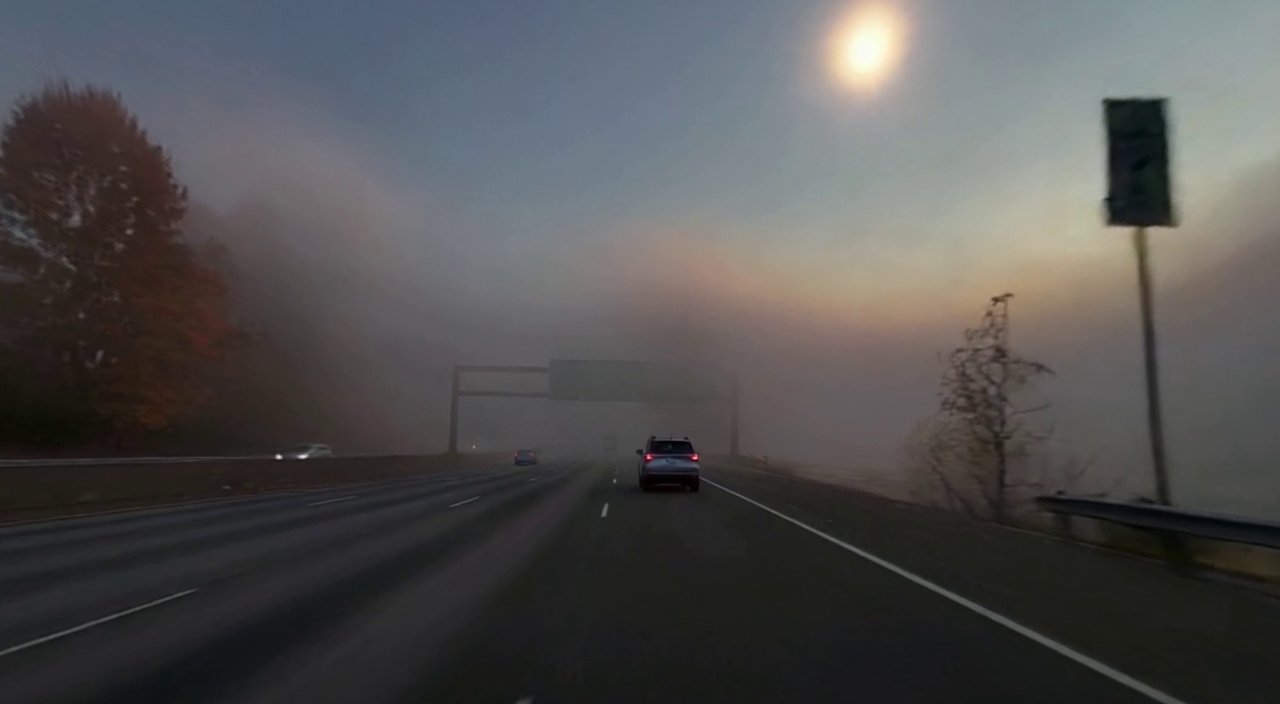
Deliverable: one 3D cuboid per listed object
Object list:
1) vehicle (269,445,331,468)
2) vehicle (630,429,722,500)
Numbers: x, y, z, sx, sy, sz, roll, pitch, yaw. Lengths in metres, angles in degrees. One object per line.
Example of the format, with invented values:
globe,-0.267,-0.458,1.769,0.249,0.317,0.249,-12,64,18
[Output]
vehicle,-24.044,7.402,44.817,1.939,1.519,4.600,0,-8,-2
vehicle,0.853,3.083,17.651,2.120,1.706,4.226,0,-8,-3
